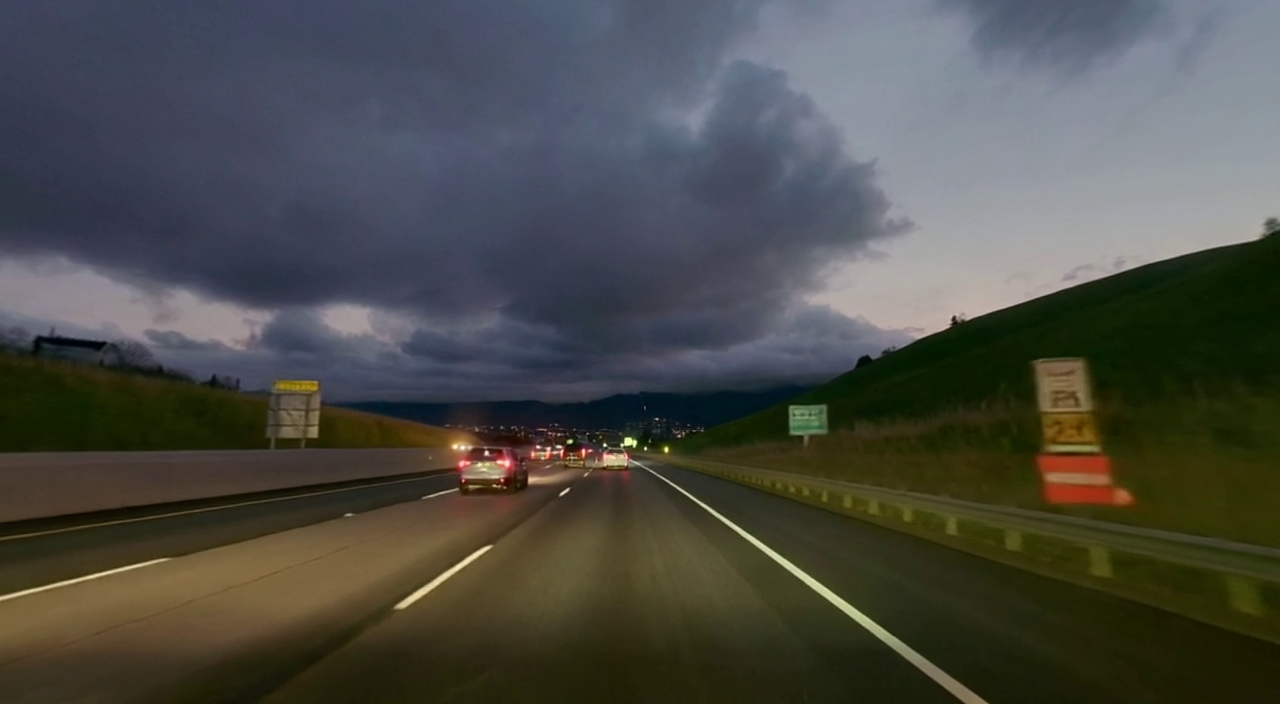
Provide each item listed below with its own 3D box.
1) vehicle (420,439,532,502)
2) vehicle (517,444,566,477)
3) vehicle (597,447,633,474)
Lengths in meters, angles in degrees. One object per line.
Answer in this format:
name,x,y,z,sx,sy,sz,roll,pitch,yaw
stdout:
vehicle,-4.664,3.436,18.650,2.208,1.619,4.162,0,-9,-1
vehicle,-5.241,5.819,34.085,2.118,1.624,4.032,0,-9,-1
vehicle,-1.486,6.245,36.487,1.988,1.440,4.201,0,-9,-3
